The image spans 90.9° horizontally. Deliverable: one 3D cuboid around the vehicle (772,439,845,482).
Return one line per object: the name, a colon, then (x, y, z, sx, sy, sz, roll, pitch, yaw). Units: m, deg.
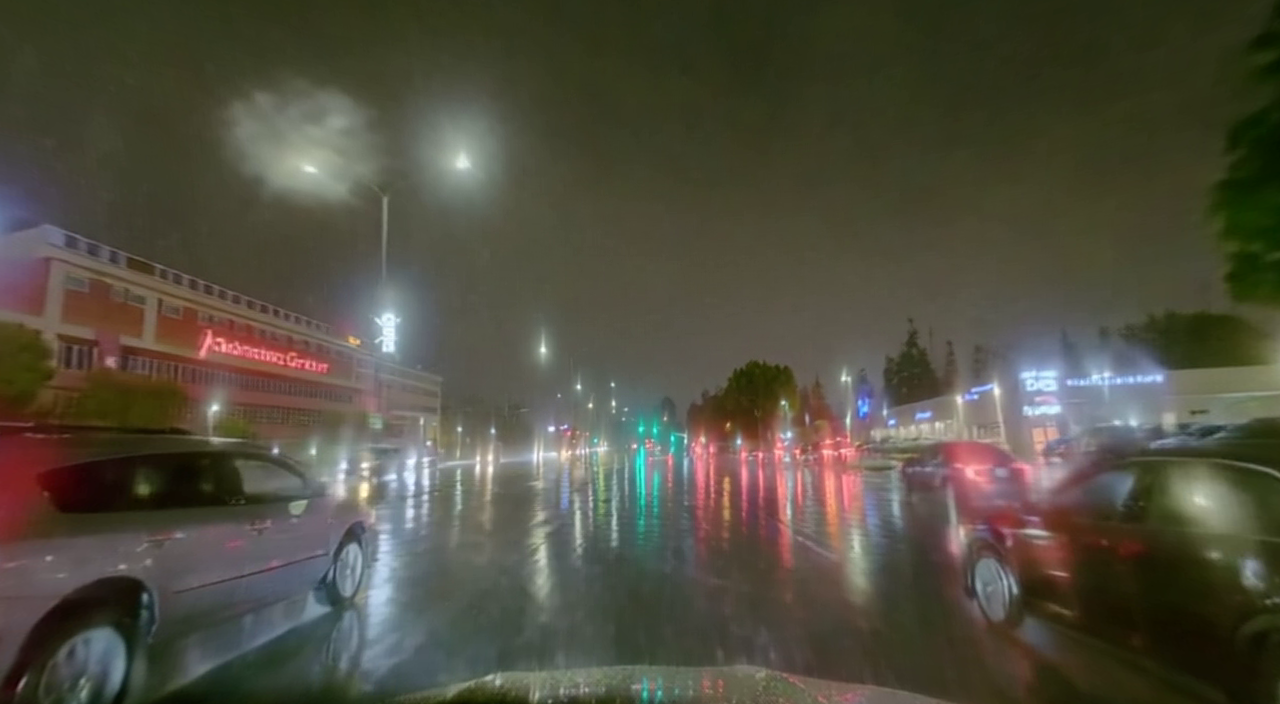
vehicle: (7.550, 4.894, 28.759, 2.003, 1.789, 4.718, 0, -8, -1)

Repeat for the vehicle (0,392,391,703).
vehicle: (-3.557, 1.086, 3.621, 2.155, 1.504, 4.776, 0, -8, 2)

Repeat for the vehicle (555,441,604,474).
vehicle: (-2.938, 5.210, 31.326, 1.917, 1.511, 4.436, 0, -8, 1)

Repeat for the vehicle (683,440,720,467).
vehicle: (4.137, 6.878, 42.919, 2.007, 1.683, 4.171, 0, -8, -1)

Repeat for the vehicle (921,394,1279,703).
vehicle: (3.341, 1.003, 2.932, 1.981, 1.499, 4.536, 0, -8, 0)
